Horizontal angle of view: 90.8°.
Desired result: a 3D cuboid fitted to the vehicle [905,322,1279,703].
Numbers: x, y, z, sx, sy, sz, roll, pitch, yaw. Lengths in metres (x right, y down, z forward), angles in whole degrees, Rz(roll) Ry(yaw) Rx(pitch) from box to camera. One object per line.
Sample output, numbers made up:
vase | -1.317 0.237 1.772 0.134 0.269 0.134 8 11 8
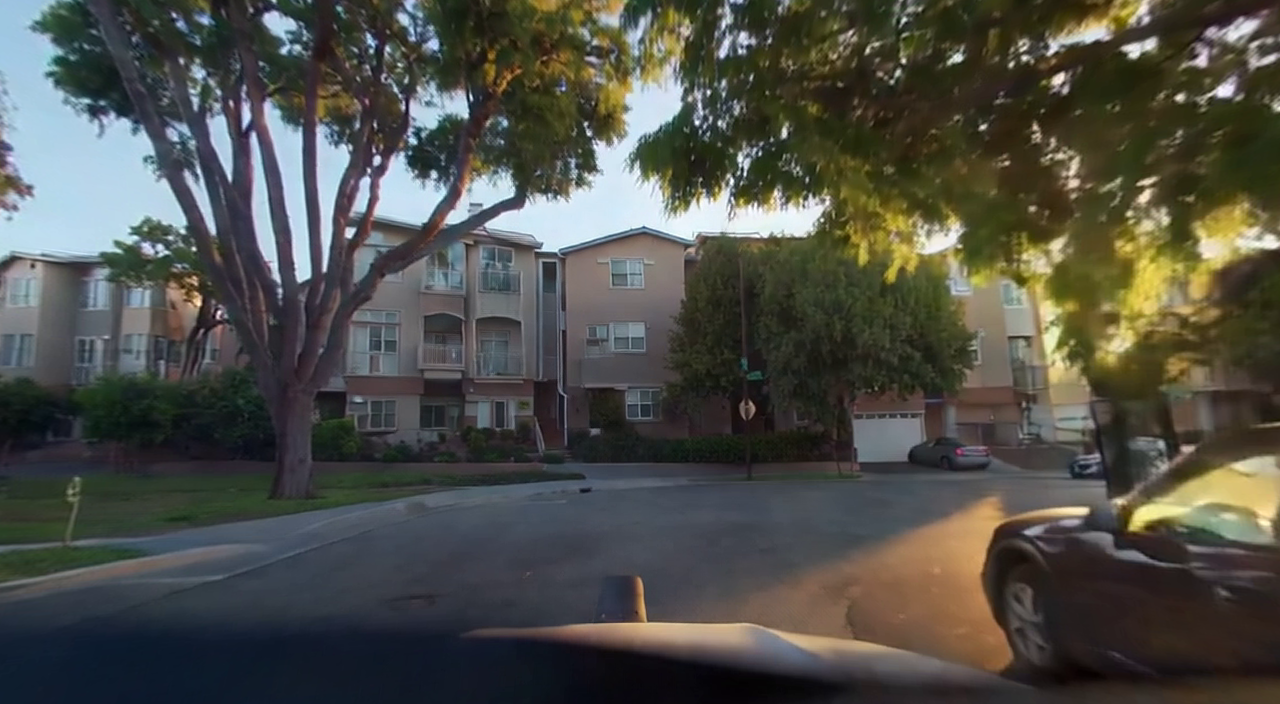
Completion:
vehicle | 3.002 0.851 2.423 2.020 1.734 4.402 0 -8 0
